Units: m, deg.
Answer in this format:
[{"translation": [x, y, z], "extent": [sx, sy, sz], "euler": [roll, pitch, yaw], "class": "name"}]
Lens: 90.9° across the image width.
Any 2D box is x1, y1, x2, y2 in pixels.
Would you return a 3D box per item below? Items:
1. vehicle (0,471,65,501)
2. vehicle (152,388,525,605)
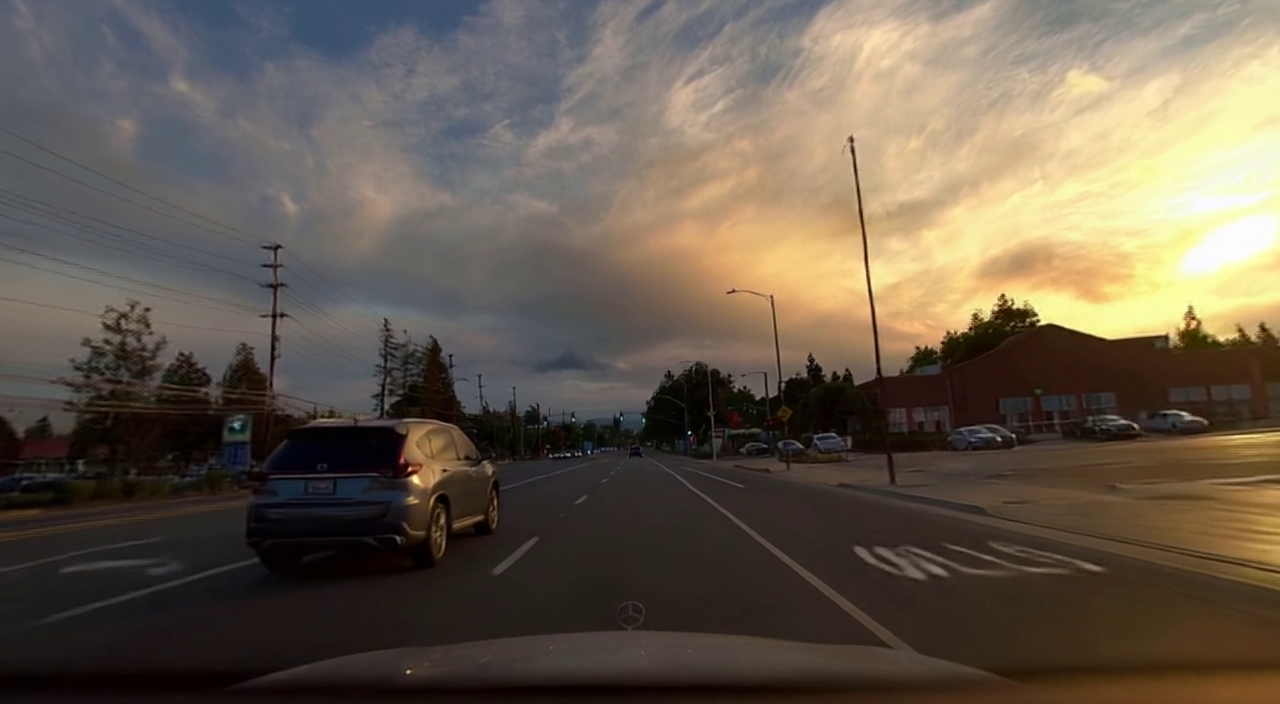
[{"translation": [-44.354, 9.414, 44.414], "extent": [5.146, 1.938, 2.144], "euler": [2, -11, -5], "class": "vehicle"}, {"translation": [-3.034, 1.600, 7.859], "extent": [2.190, 1.844, 4.751], "euler": [0, -9, 1], "class": "vehicle"}]
